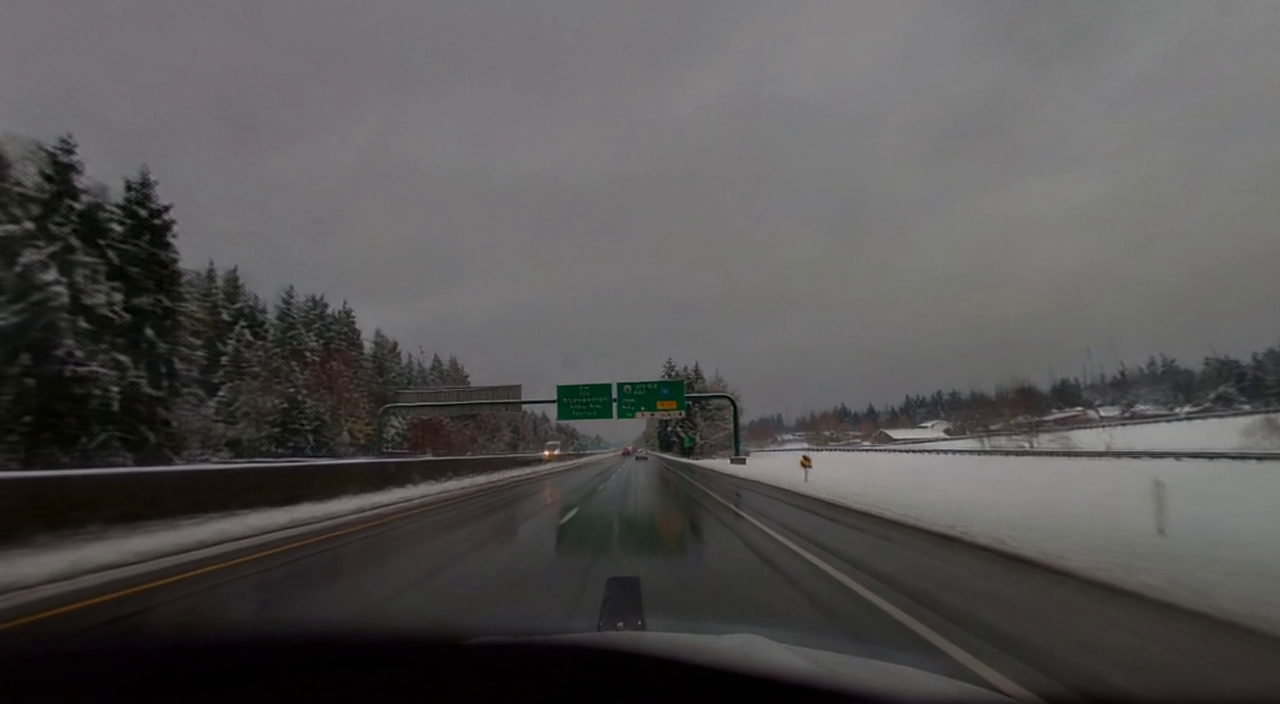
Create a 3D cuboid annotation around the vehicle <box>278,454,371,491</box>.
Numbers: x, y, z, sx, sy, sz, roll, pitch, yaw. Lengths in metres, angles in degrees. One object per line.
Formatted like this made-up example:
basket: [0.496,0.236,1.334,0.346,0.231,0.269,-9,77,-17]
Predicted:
vehicle: [-13.820,5.278,27.884,1.915,1.471,4.127,0,-9,0]
